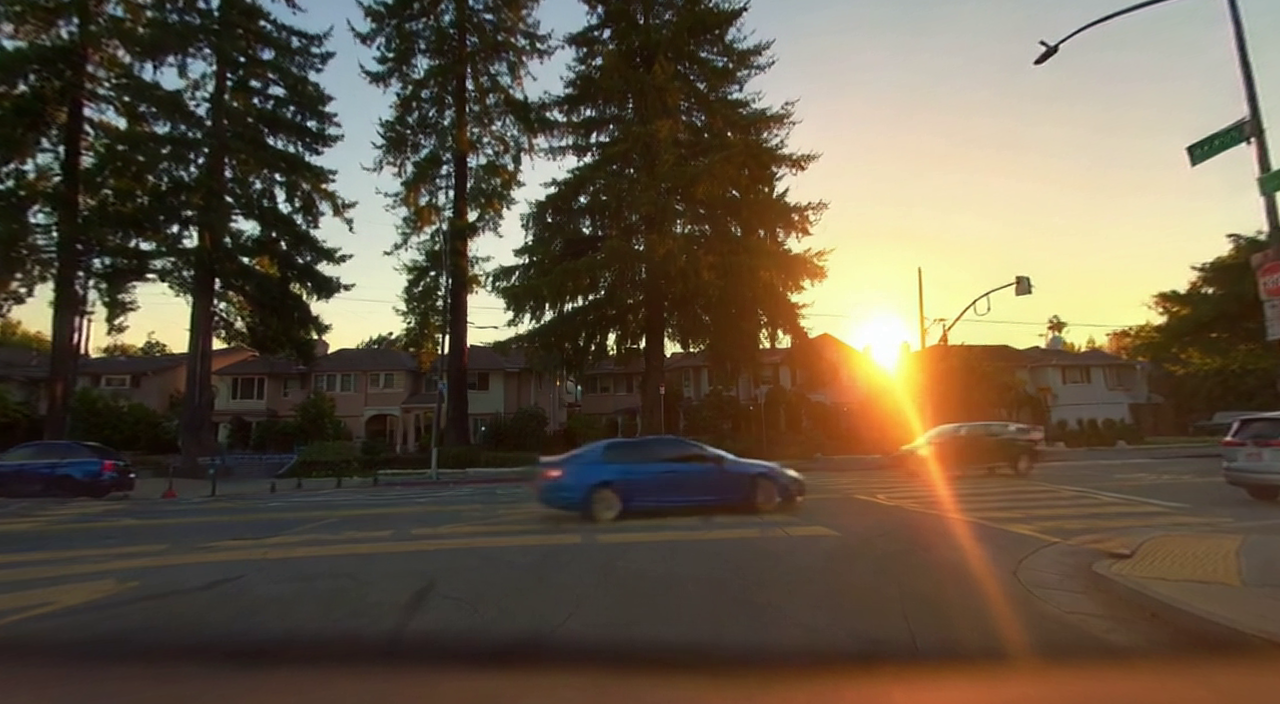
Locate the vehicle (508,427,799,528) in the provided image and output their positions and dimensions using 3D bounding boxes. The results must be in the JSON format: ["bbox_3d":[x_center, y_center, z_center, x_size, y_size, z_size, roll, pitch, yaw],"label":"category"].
[{"bbox_3d":[0.201,2.024,10.695,4.517,1.419,1.836,3,-9,-20],"label":"vehicle"}]

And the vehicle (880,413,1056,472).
[{"bbox_3d":[10.813,3.003,20.988,4.882,1.783,2.093,2,-9,-13],"label":"vehicle"}]
